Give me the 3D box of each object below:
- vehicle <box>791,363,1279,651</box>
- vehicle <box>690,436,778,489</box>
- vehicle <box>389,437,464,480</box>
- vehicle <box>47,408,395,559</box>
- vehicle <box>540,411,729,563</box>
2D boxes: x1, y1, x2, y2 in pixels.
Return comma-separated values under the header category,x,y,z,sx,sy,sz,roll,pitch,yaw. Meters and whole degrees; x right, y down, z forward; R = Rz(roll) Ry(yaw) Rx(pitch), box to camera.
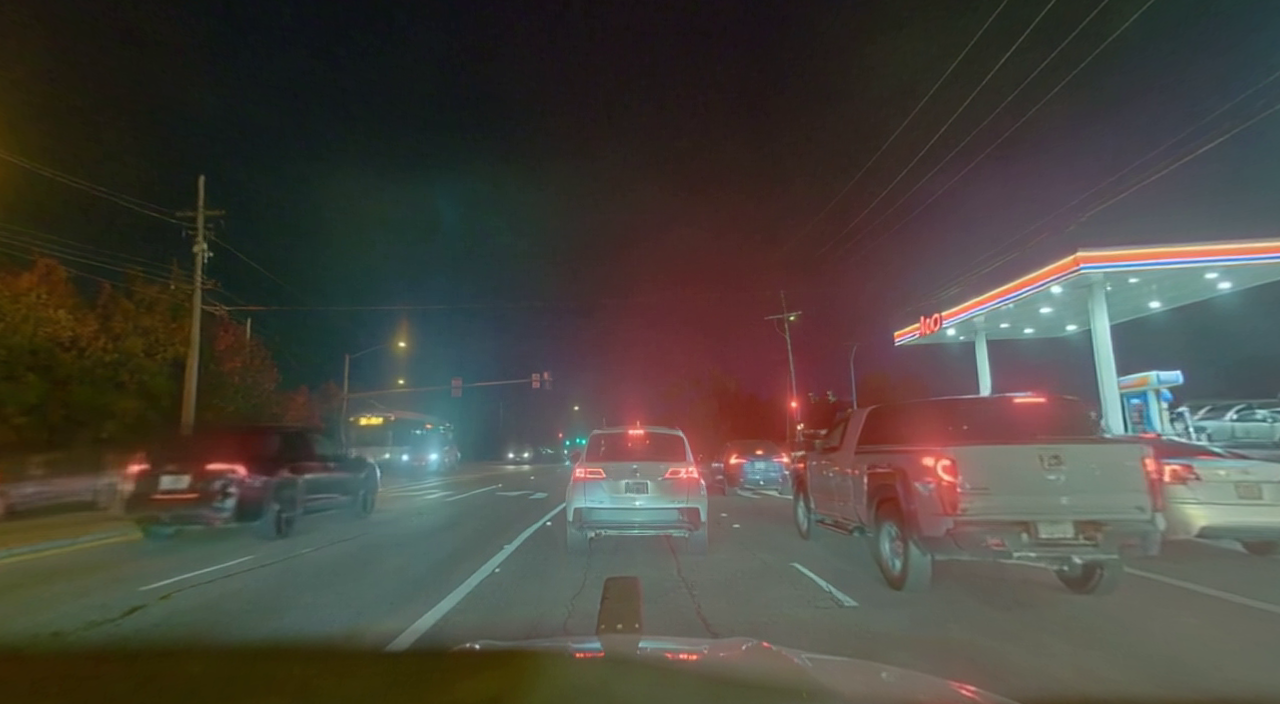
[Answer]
category,x,y,z,sx,sy,sz,roll,pitch,yaw
vehicle,3.064,1.284,6.195,2.049,1.813,4.245,0,-9,-1
vehicle,2.862,3.501,20.353,2.040,1.481,4.407,0,-9,-2
vehicle,-10.395,5.174,31.082,2.163,1.812,4.686,-3,-8,-1
vehicle,-5.994,1.946,10.119,2.190,1.795,4.993,0,-9,-1
vehicle,-0.107,1.803,9.112,2.087,1.677,4.053,0,-9,-1
